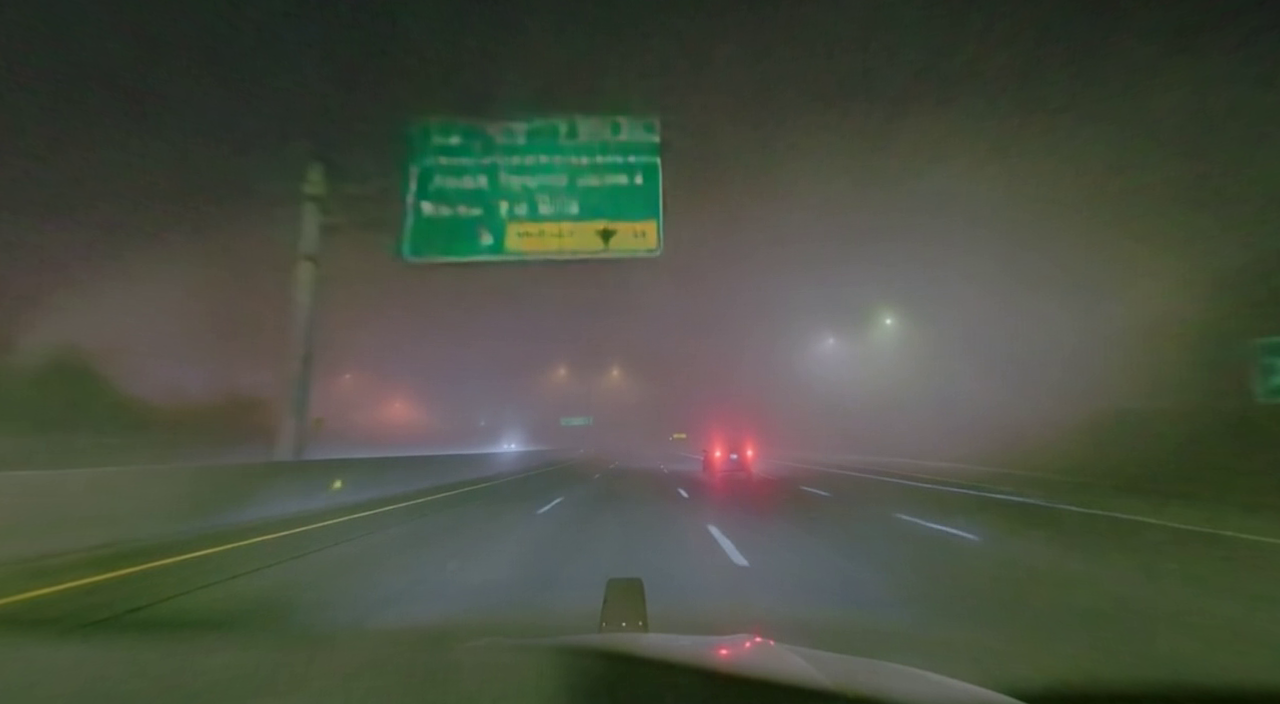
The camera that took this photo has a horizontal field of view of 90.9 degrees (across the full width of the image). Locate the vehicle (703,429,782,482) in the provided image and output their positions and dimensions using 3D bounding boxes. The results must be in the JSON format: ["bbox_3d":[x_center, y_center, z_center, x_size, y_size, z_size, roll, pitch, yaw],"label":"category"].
[{"bbox_3d":[3.557,3.722,22.894,2.039,1.701,4.834,0,-9,0],"label":"vehicle"}]
